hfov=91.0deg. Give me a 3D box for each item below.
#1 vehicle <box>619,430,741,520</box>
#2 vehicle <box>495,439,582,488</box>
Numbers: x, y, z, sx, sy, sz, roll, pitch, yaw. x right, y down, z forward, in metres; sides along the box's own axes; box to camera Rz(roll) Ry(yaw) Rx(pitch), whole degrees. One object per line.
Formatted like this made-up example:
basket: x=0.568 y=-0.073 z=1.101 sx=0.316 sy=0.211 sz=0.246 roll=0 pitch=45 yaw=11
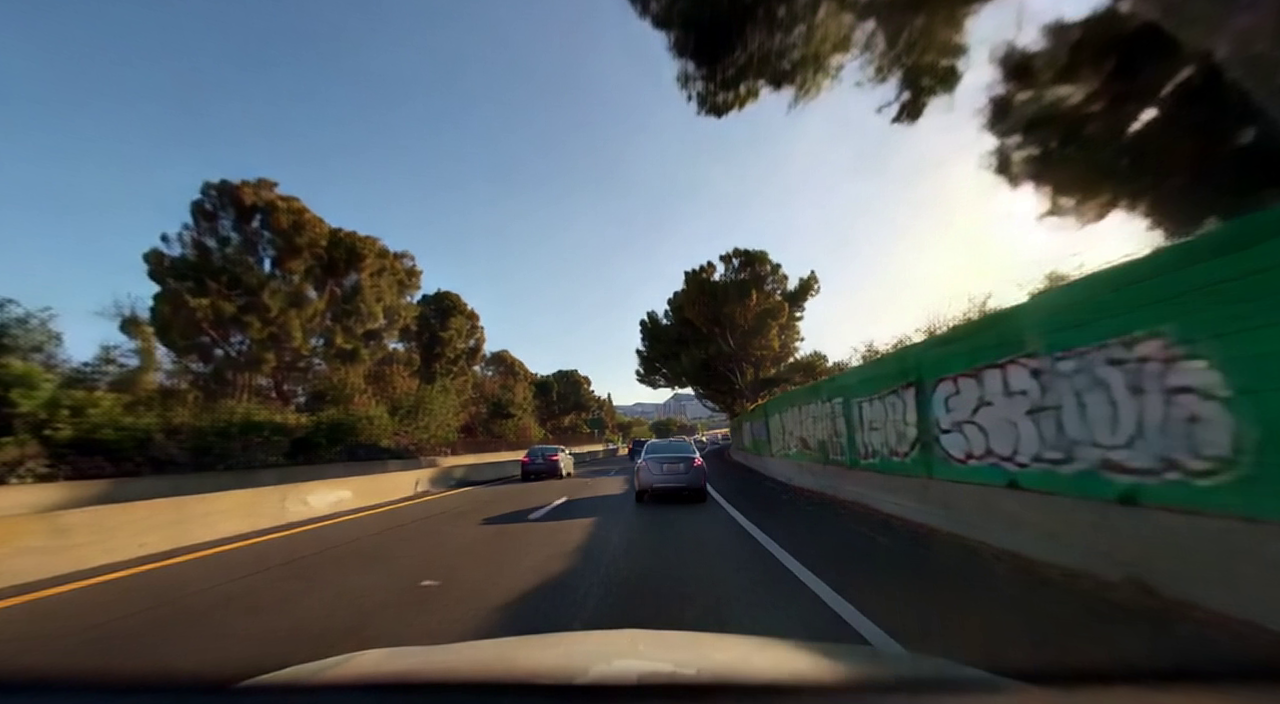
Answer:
vehicle: x=0.734 y=2.394 z=12.765 sx=2.077 sy=1.533 sz=3.854 roll=0 pitch=-8 yaw=2
vehicle: x=-3.264 y=3.667 z=21.117 sx=2.059 sy=1.471 sz=4.152 roll=0 pitch=-8 yaw=3
